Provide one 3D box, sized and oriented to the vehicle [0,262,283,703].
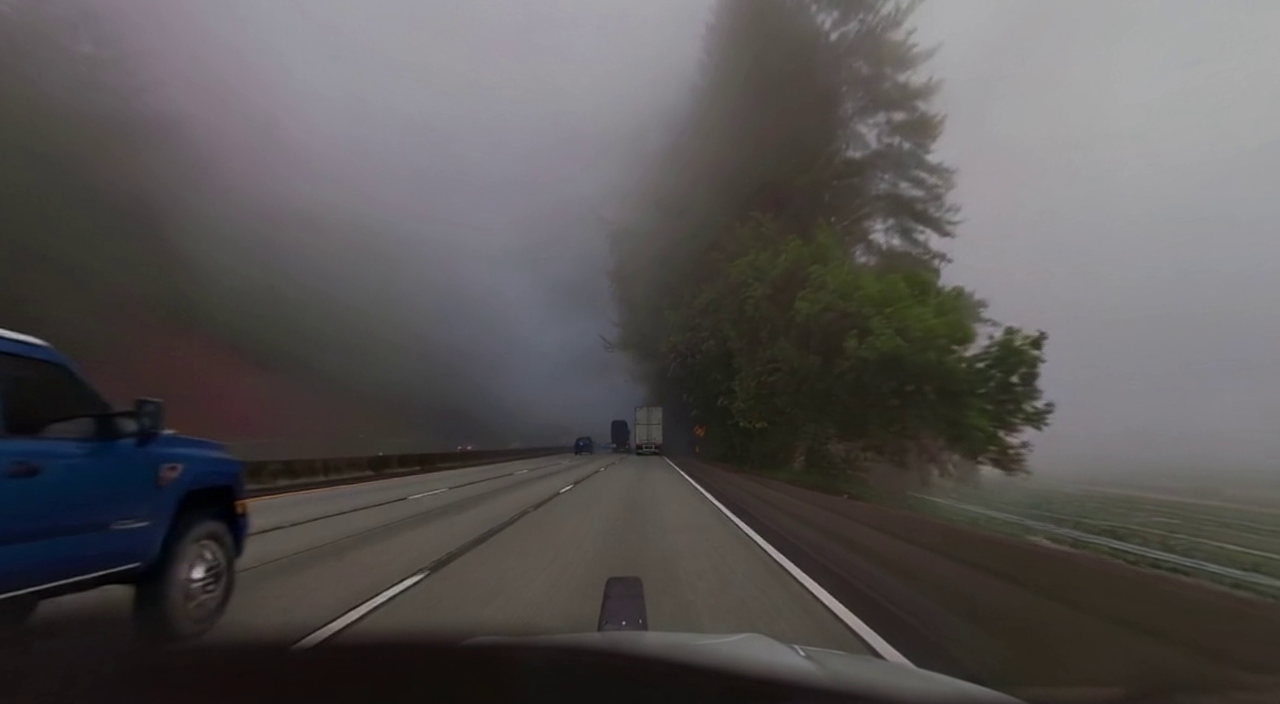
[{"bbox_3d":[-4.119,0.538,1.739,2.651,2.126,5.936,0,-8,1],"label":"vehicle"}]
